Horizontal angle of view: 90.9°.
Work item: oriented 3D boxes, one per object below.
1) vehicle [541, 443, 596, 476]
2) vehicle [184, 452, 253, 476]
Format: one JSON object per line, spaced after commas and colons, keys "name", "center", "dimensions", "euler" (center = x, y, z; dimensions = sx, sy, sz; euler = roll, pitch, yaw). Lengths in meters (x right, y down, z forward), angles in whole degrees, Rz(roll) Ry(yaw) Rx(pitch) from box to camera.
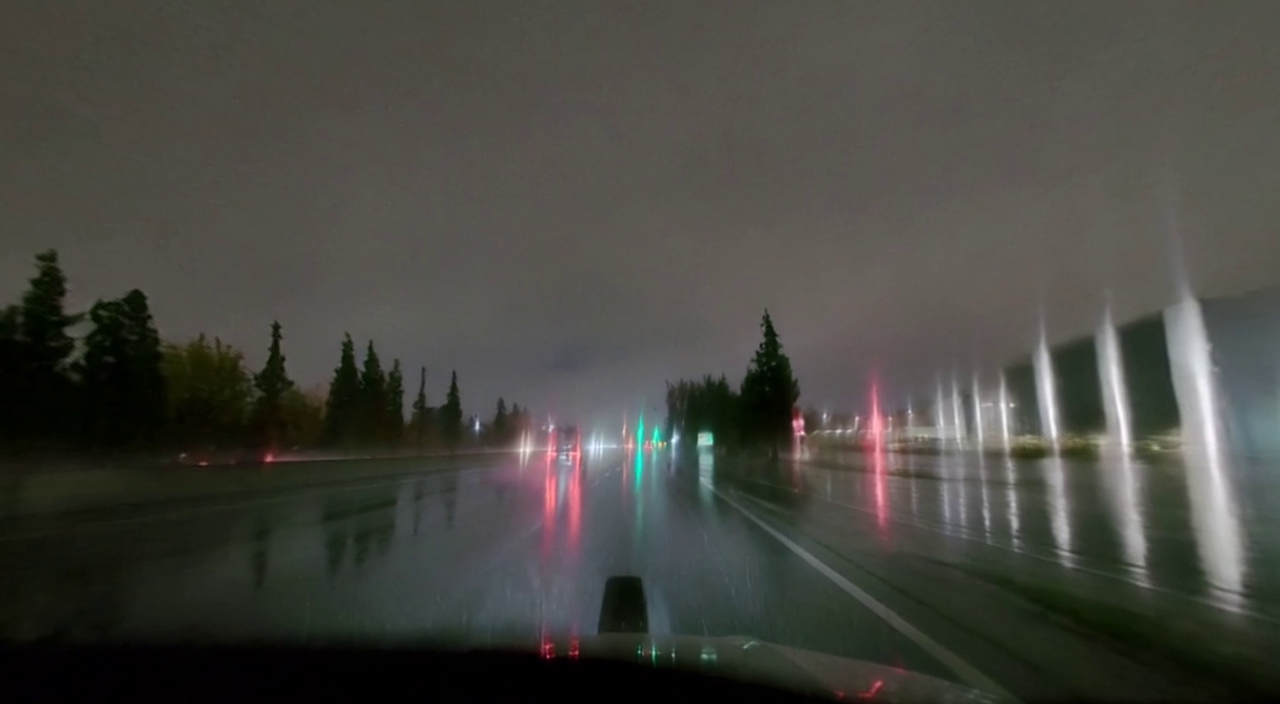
{"name": "vehicle", "center": [-3.359, 5.171, 30.522], "dimensions": [2.128, 1.450, 4.078], "euler": [0, -9, 1]}
{"name": "vehicle", "center": [-27.891, 7.392, 41.894], "dimensions": [1.723, 1.434, 4.095], "euler": [0, -9, 0]}
